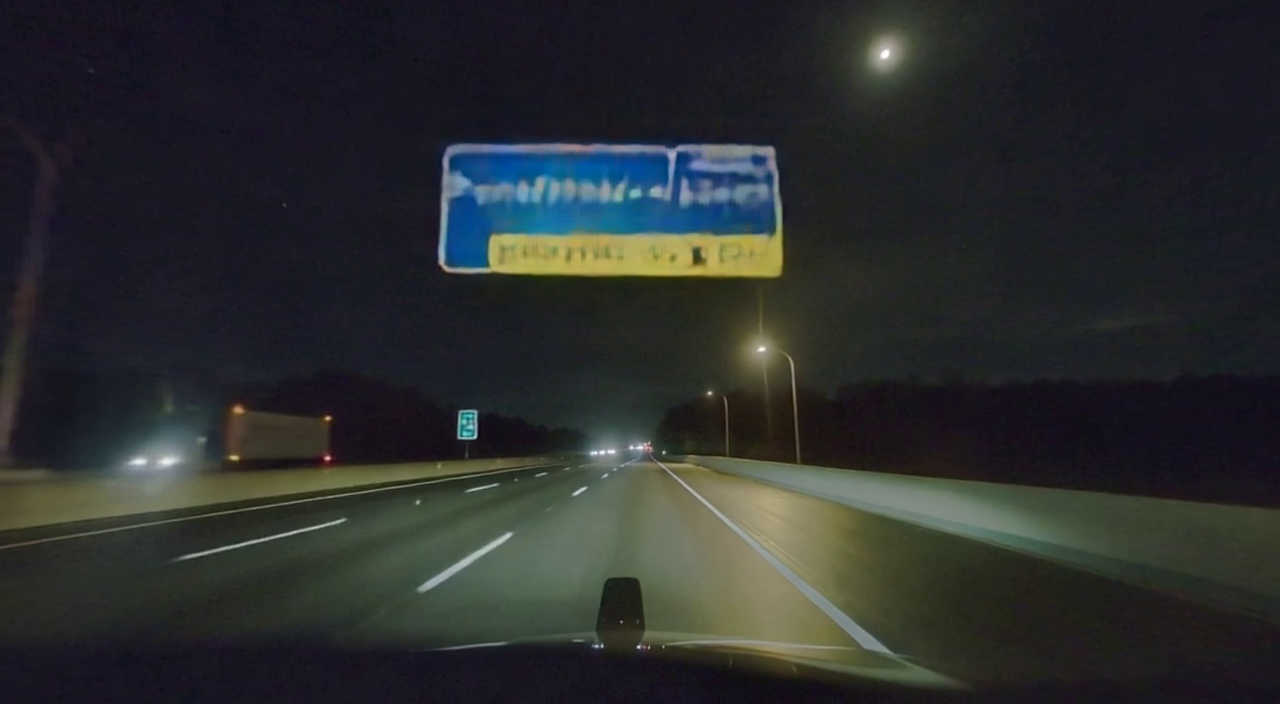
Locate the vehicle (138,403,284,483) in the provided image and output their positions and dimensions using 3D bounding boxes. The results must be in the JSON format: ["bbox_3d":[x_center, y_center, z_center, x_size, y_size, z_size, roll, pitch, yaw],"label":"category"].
[{"bbox_3d":[-22.900,4.956,34.225,3.231,3.906,6.300,0,-9,1],"label":"vehicle"}]
